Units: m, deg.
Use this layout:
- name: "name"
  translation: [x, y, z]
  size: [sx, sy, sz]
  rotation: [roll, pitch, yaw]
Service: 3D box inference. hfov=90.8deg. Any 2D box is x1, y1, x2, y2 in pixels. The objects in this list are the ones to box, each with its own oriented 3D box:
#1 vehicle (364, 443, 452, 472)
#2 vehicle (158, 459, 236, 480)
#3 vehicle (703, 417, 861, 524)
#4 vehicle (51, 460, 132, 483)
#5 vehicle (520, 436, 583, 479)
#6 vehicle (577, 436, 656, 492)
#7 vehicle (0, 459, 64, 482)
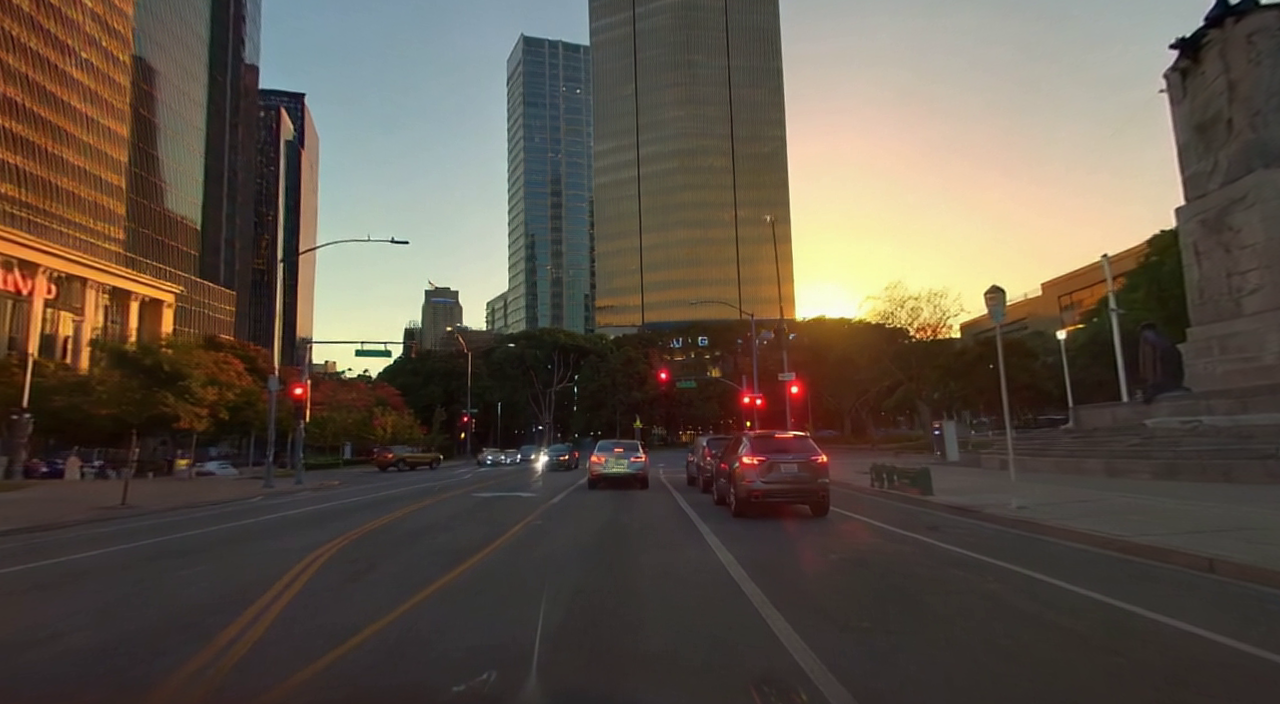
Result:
- name: "vehicle"
  translation: [-14.699, 6.731, 40.309]
  size: [4.855, 1.769, 2.071]
  rotation: [1, -9, -6]
- name: "vehicle"
  translation: [-32.441, 8.586, 46.330]
  size: [4.392, 1.427, 1.764]
  rotation: [0, -9, 0]
- name: "vehicle"
  translation: [2.609, 2.328, 12.868]
  size: [2.096, 1.775, 4.440]
  rotation: [0, -9, -1]
- name: "vehicle"
  translation: [-40.240, 8.762, 46.428]
  size: [4.224, 1.622, 1.808]
  rotation: [0, -9, 1]
- name: "vehicle"
  translation: [-3.591, 4.375, 26.492]
  size: [2.045, 1.633, 4.864]
  rotation: [0, -9, -2]
- name: "vehicle"
  translation: [-0.631, 3.303, 18.938]
  size: [2.096, 1.492, 4.071]
  rotation: [0, -9, 0]
- name: "vehicle"
  translation: [-45.122, 8.728, 46.521]
  size: [3.671, 1.498, 1.670]
  rotation: [2, -9, 4]
